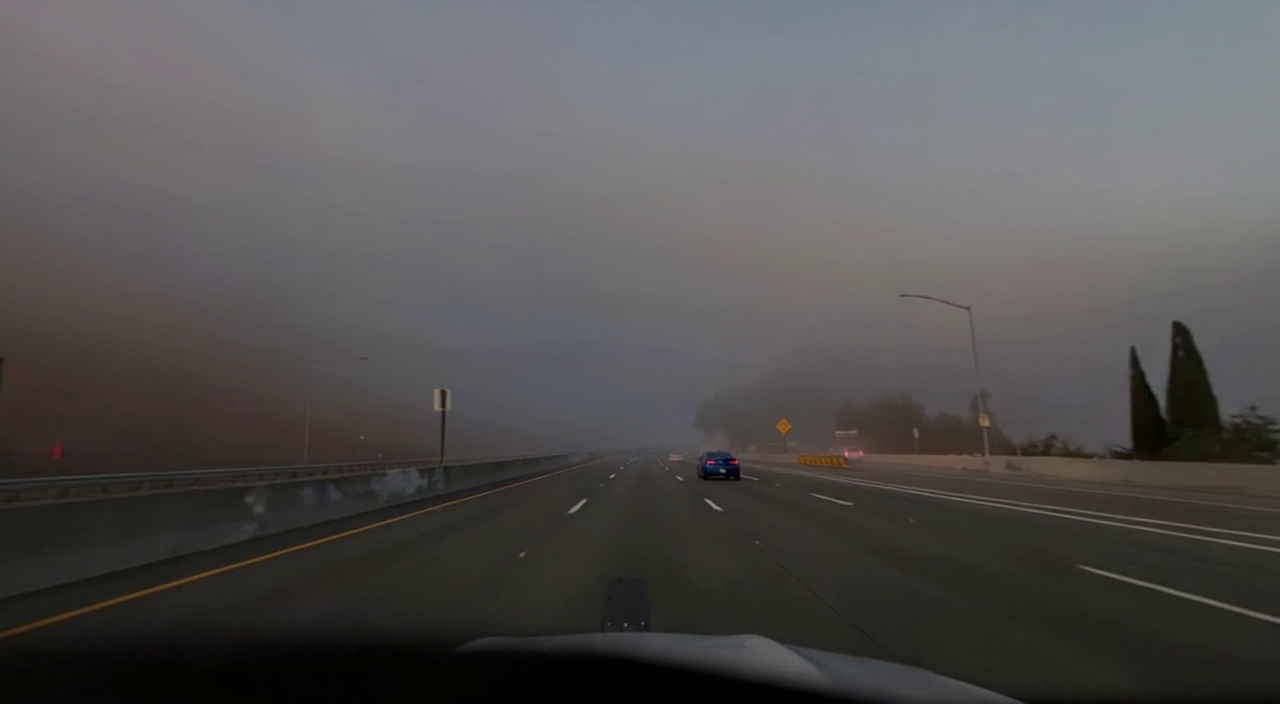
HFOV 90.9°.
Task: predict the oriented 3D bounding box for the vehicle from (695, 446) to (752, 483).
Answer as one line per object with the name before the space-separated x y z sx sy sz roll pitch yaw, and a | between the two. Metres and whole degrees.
vehicle | 3.657 5.004 28.363 1.916 1.469 4.481 0 -8 -1
